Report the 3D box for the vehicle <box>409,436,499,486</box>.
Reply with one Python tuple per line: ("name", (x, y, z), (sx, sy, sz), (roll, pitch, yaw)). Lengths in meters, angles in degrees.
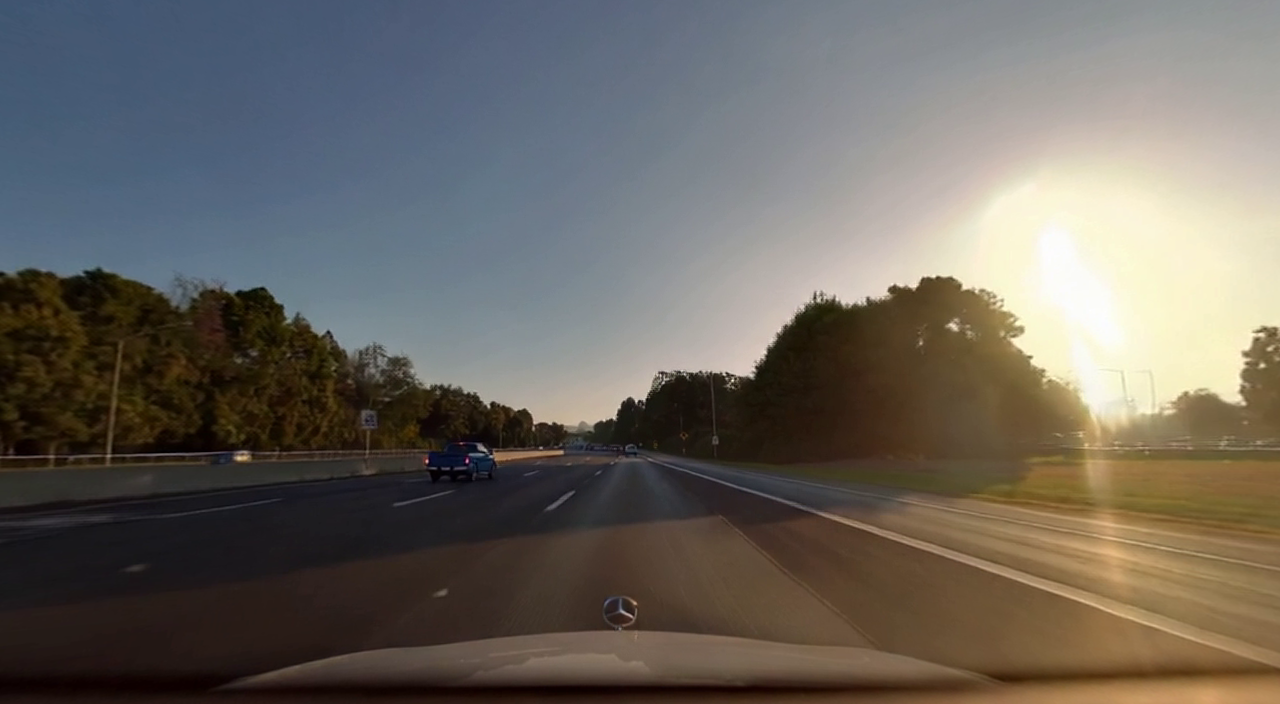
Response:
("vehicle", (-7.416, 4.402, 25.818), (2.231, 1.807, 4.758), (0, -9, 0))
